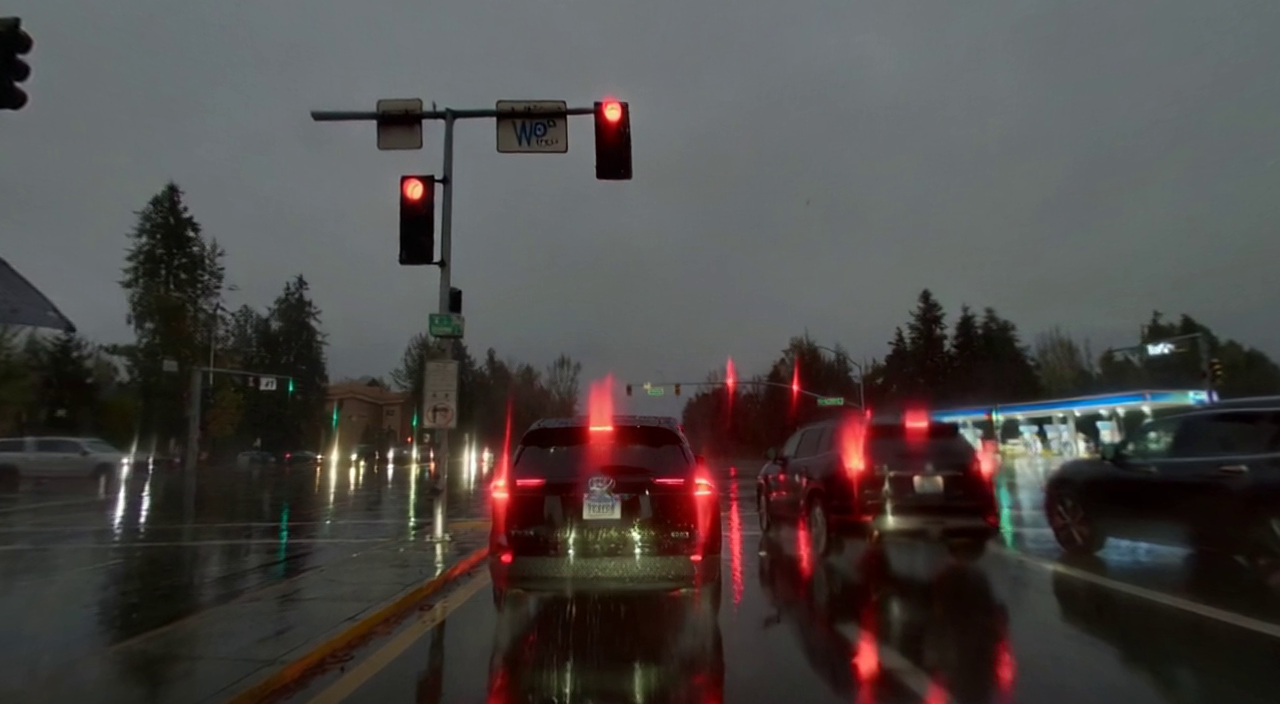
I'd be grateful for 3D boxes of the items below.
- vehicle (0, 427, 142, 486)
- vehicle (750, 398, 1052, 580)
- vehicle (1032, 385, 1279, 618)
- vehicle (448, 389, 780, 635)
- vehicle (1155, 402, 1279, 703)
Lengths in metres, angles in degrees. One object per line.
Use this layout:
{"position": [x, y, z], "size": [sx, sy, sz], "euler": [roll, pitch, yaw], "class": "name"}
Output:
{"position": [-28.967, 5.150, 31.219], "size": [6.772, 2.769, 2.305], "euler": [-1, -9, 3], "class": "vehicle"}
{"position": [2.986, 1.681, 8.545], "size": [2.060, 1.783, 4.411], "euler": [0, -9, -2], "class": "vehicle"}
{"position": [6.132, 1.348, 6.035], "size": [1.901, 1.870, 4.393], "euler": [0, -9, 0], "class": "vehicle"}
{"position": [-0.193, 1.481, 6.879], "size": [2.351, 1.733, 4.616], "euler": [0, -9, 0], "class": "vehicle"}
{"position": [3.073, 0.621, 0.205], "size": [1.965, 1.460, 4.581], "euler": [0, -9, 1], "class": "vehicle"}
